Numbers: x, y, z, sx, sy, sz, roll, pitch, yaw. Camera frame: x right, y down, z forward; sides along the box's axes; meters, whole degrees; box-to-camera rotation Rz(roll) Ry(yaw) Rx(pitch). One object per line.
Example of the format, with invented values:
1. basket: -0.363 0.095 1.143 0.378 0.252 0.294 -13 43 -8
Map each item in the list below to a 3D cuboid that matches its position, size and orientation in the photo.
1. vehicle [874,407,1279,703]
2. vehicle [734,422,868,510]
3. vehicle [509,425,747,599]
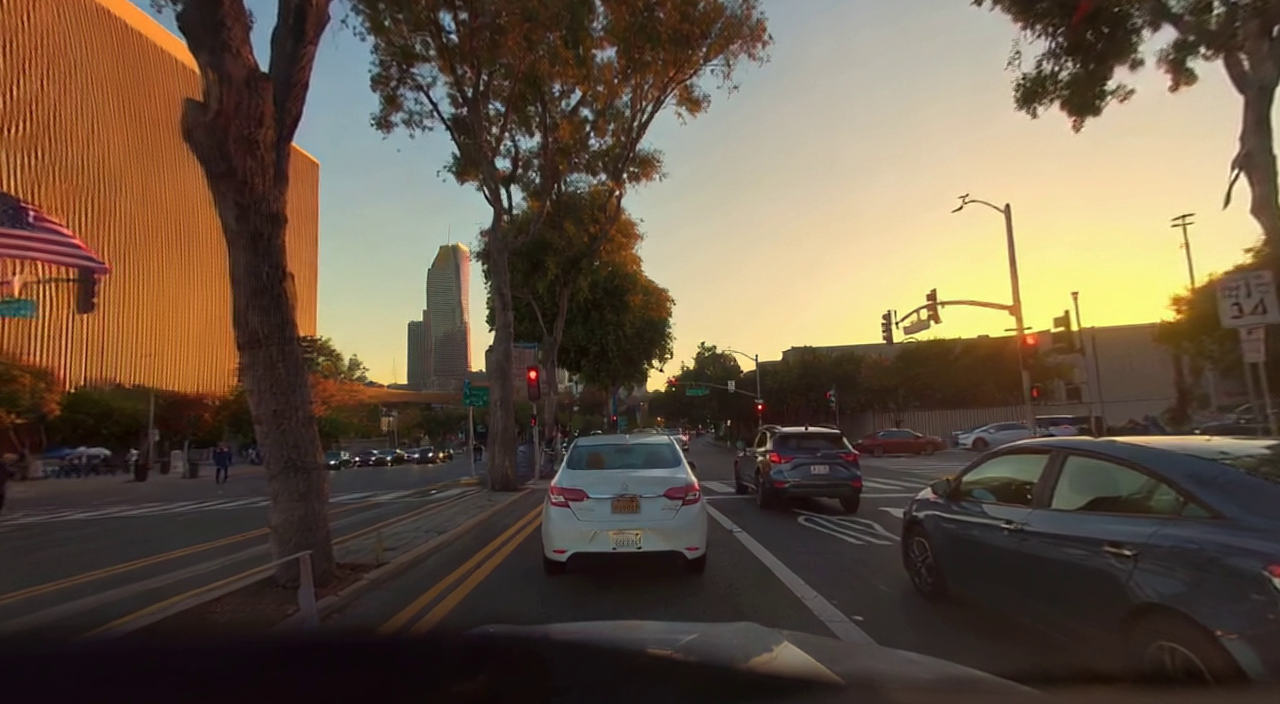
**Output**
1. vehicle: 3.371 1.231 4.345 1.833 1.465 4.258 0 -8 -1
2. vehicle: 3.545 2.613 14.911 1.978 1.738 4.599 0 -8 1
3. vehicle: -0.120 1.698 7.537 2.096 1.521 3.747 0 -8 0
